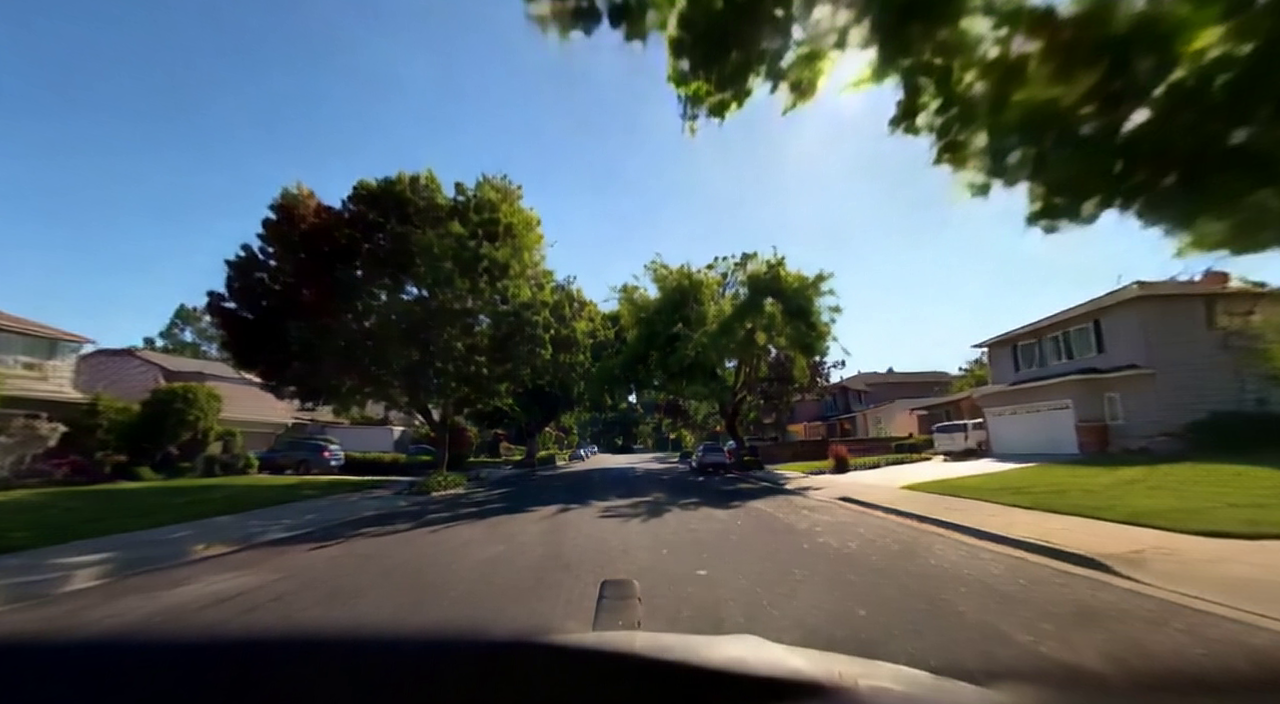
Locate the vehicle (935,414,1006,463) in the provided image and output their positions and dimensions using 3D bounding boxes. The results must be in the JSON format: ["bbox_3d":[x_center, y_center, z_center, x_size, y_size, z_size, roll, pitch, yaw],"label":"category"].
[{"bbox_3d":[14.742,3.848,27.960,2.222,1.963,4.670,-6,-10,33],"label":"vehicle"}]

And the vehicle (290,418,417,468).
[{"bbox_3d":[-16.972,5.440,37.454,6.381,2.645,2.703,-3,-9,10],"label":"vehicle"}]

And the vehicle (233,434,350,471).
[{"bbox_3d":[-15.955,4.636,29.034,2.018,1.534,4.253,-4,-10,25],"label":"vehicle"}]

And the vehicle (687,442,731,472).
[{"bbox_3d":[3.715,5.720,34.605,2.011,1.521,4.292,0,-8,1],"label":"vehicle"}]
